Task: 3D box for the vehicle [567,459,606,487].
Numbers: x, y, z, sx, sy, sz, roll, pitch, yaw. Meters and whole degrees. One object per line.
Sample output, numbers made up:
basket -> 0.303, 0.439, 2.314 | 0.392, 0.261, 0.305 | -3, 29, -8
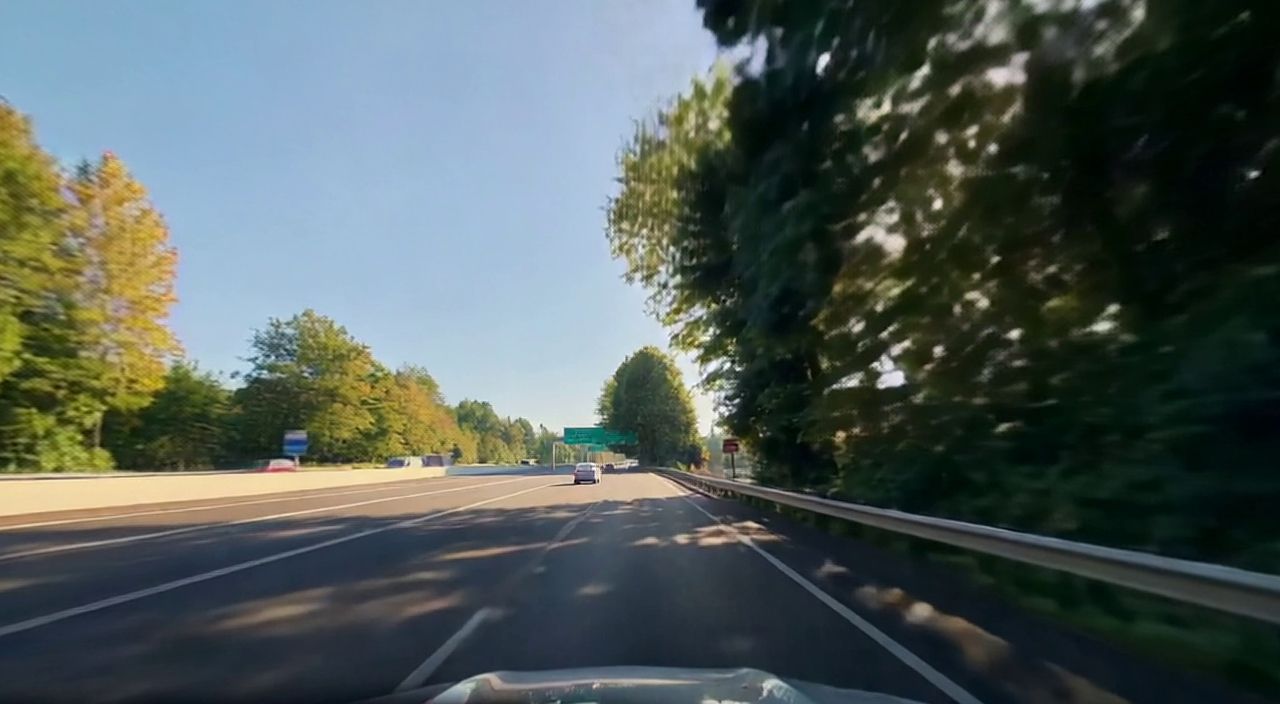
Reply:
vehicle -> -3.300, 7.581, 39.510 | 2.092, 1.642, 3.895 | 1, -10, 0
